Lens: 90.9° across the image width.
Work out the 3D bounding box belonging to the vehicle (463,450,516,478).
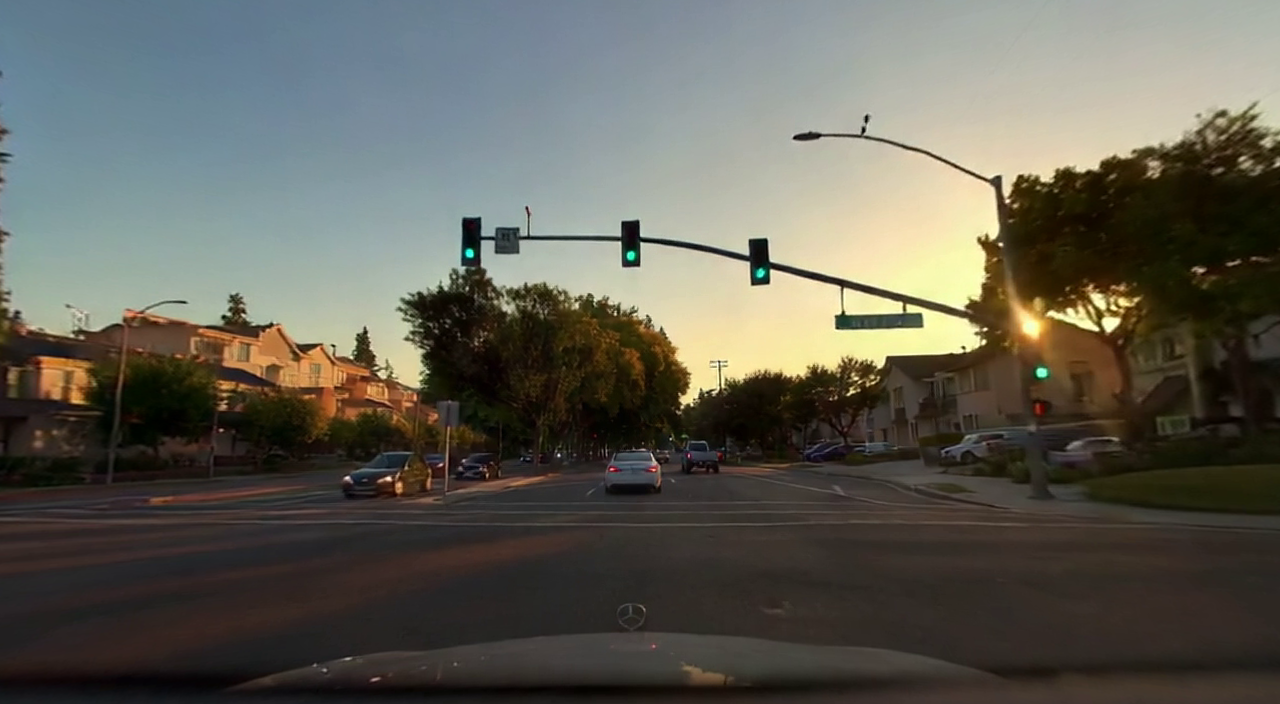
[{"bbox_3d":[-8.763,6.545,37.184,2.035,1.463,4.527,0,-8,0],"label":"vehicle"}]

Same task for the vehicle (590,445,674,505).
[{"bbox_3d":[-0.189,3.444,18.103,2.140,1.474,4.026,0,-8,0],"label":"vehicle"}]

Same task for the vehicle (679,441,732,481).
[{"bbox_3d":[3.108,5.239,30.681,2.073,1.822,4.276,0,-8,-1],"label":"vehicle"}]

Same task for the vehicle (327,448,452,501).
[{"bbox_3d":[-8.201,4.019,21.243,2.121,1.513,4.832,-1,-9,2],"label":"vehicle"}]
